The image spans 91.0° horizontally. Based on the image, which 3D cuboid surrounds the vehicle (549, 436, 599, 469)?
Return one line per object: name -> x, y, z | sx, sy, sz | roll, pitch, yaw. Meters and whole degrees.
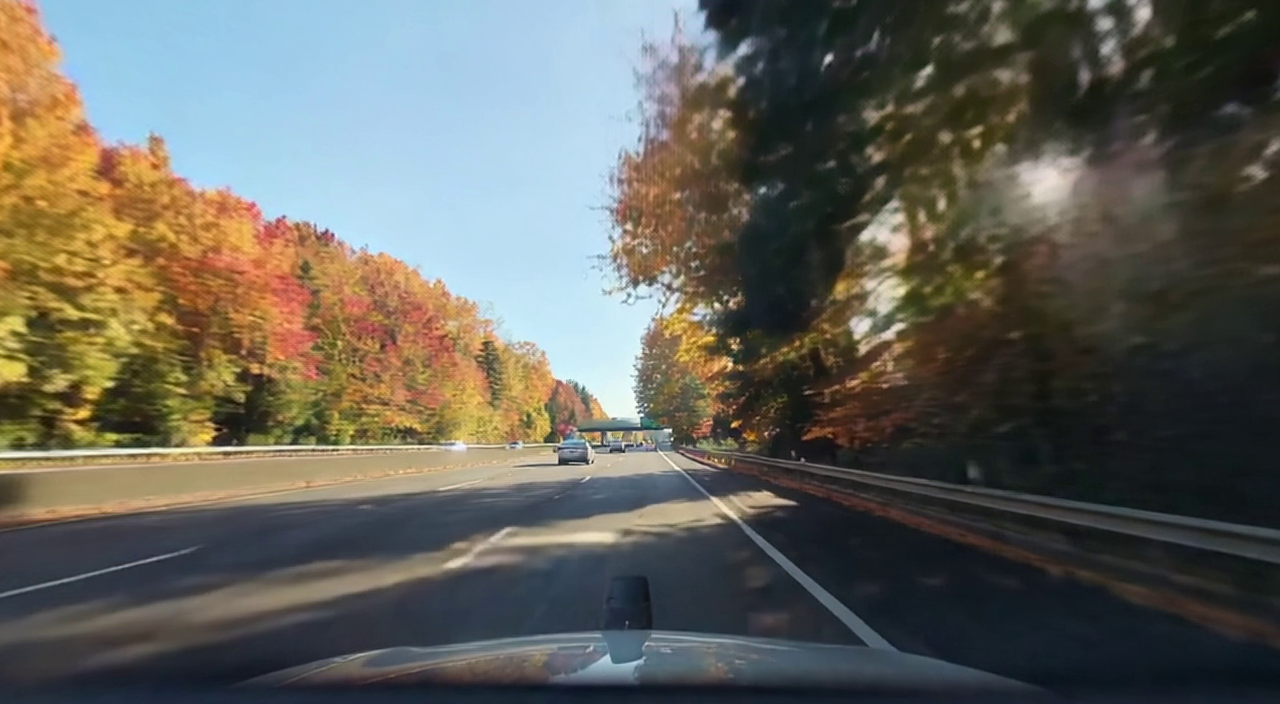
vehicle -> -3.472, 5.416, 34.119 | 2.123, 1.643, 4.479 | 0, -8, 1
